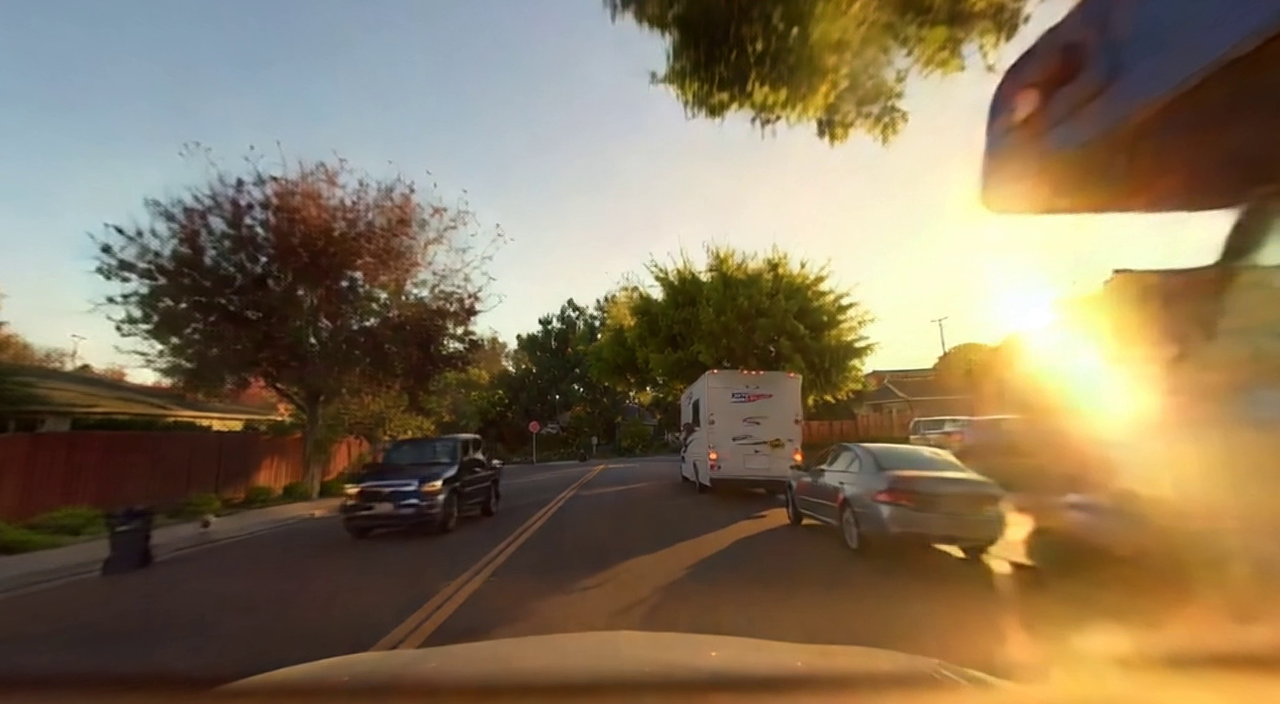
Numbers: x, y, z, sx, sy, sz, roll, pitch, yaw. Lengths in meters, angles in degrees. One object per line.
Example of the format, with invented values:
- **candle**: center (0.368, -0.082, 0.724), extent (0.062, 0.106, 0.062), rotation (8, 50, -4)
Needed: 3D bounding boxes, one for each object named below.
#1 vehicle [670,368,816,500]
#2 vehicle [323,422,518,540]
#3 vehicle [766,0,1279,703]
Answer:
- **vehicle**: center (2.733, 2.654, 20.032), extent (2.915, 3.243, 8.972), rotation (0, -8, -1)
- **vehicle**: center (-3.752, 2.282, 11.781), extent (2.194, 1.763, 4.288), rotation (0, -8, -2)
- **vehicle**: center (3.028, -0.207, 0.838), extent (3.052, 3.440, 11.052), rotation (0, -8, -2)
